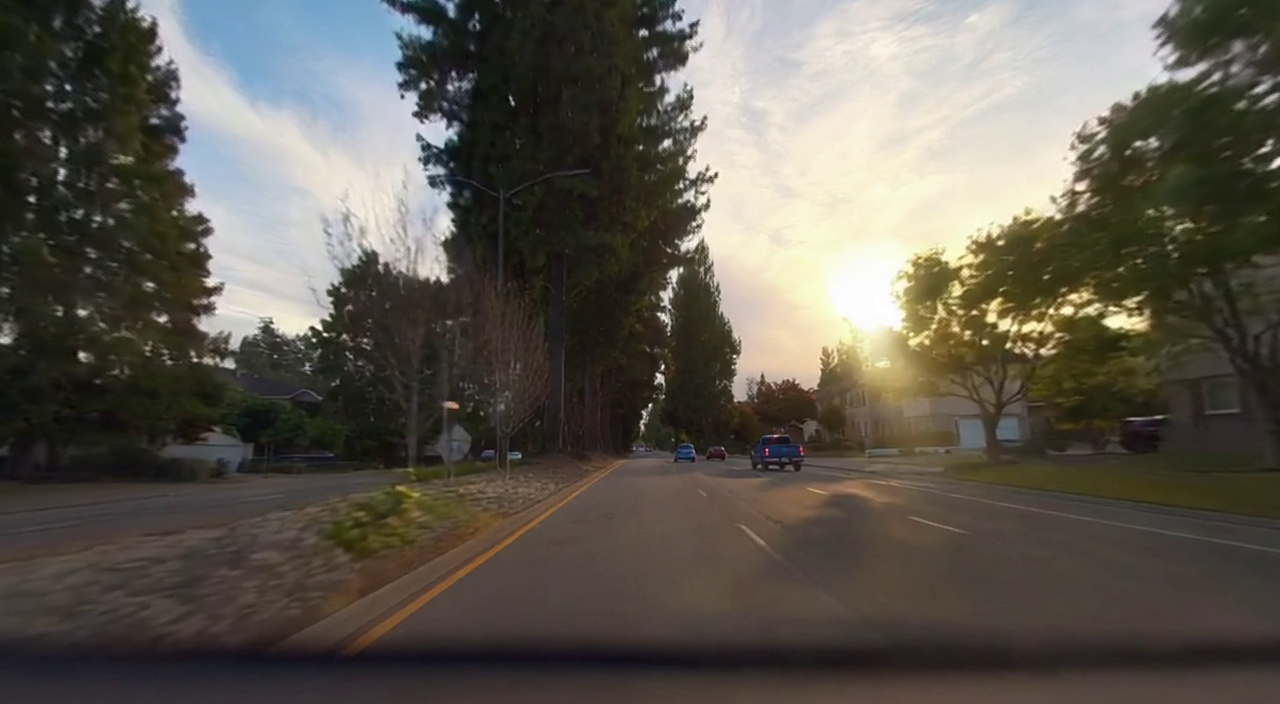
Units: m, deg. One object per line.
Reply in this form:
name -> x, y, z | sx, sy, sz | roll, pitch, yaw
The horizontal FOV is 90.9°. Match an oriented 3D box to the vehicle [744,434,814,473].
vehicle -> 6.890, 5.099, 31.921 | 2.262, 1.769, 5.666 | 0, -8, 0

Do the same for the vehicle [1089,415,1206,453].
vehicle -> 25.696, 4.237, 32.182 | 1.991, 1.759, 4.963 | 0, -9, 3
